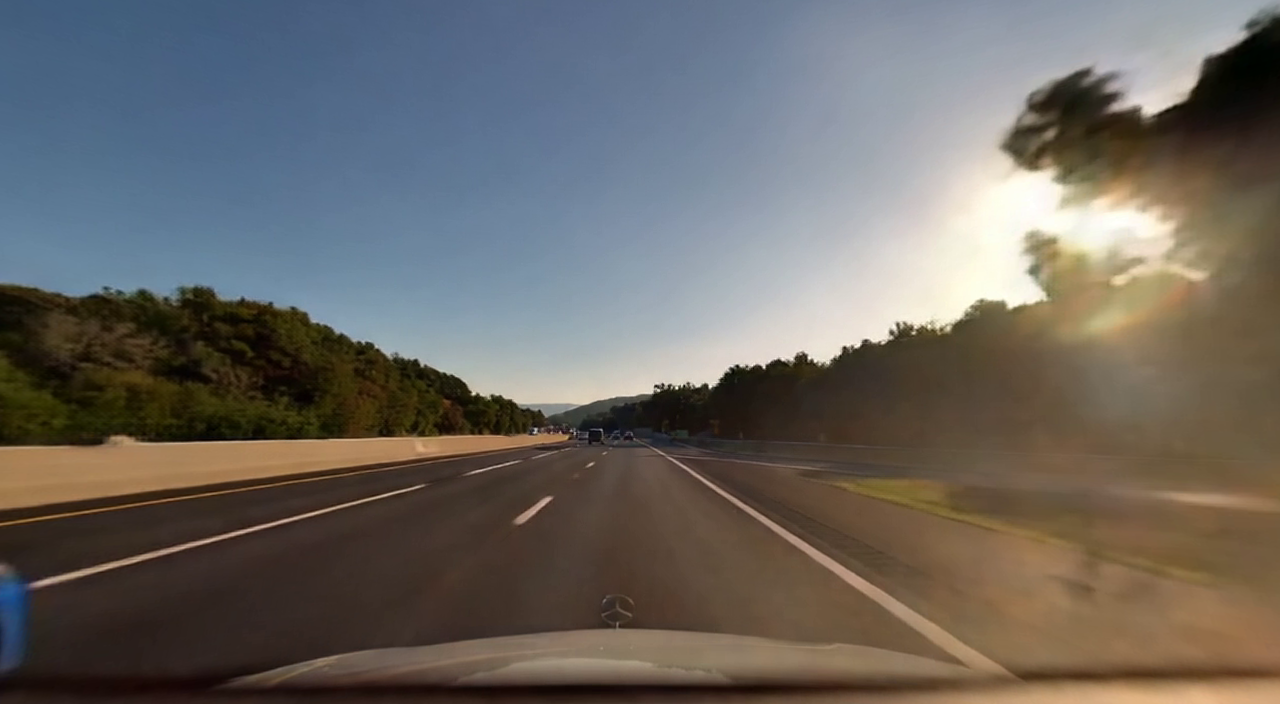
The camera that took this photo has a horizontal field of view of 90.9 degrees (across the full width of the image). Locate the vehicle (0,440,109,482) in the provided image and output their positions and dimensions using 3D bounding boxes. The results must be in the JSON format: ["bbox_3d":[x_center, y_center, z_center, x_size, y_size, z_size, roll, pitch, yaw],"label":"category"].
[{"bbox_3d":[-22.584,4.030,23.707,1.782,1.427,3.949,0,-8,0],"label":"vehicle"}]
